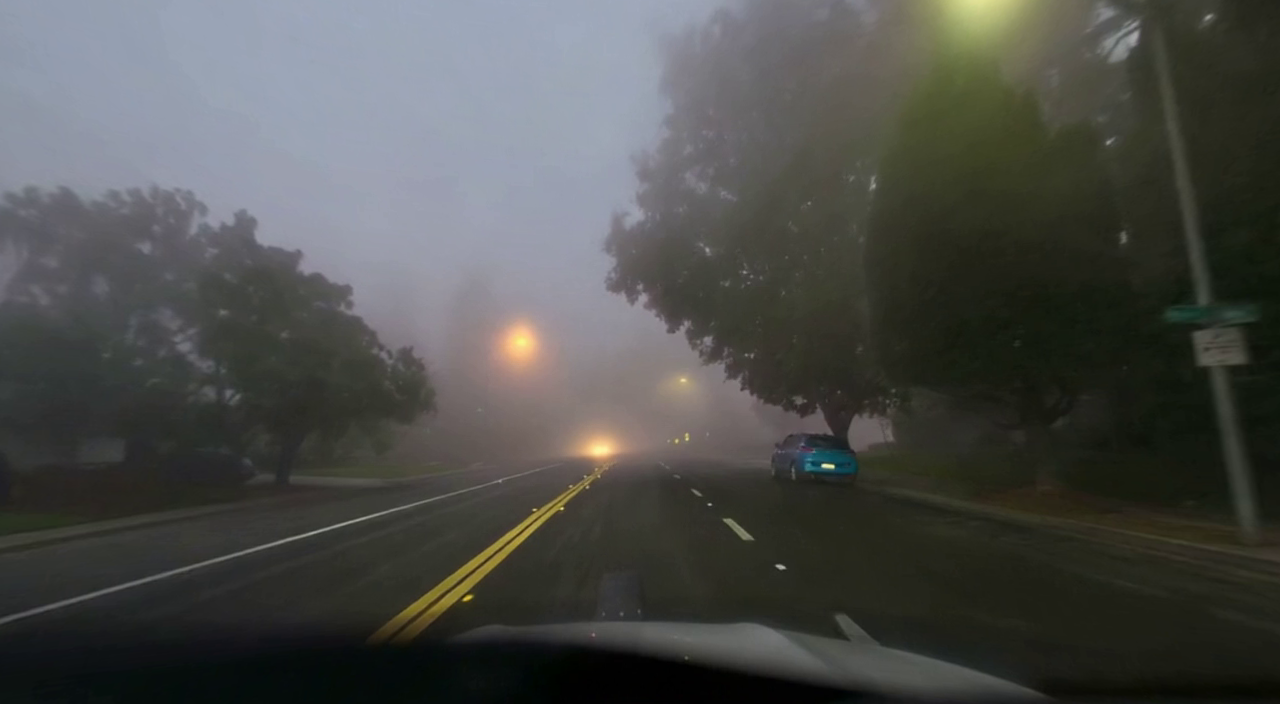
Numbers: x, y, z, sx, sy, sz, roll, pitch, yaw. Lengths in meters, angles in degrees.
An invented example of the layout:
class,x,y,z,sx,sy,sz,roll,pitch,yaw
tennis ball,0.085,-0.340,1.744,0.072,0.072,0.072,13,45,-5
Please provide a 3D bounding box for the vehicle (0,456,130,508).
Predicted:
class,x,y,z,sx,sy,sz,roll,pitch,yaw
vehicle,-18.238,3.869,18.972,4.209,1.420,1.865,0,-9,2

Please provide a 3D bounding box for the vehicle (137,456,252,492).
class,x,y,z,sx,sy,sz,roll,pitch,yaw
vehicle,-21.600,5.922,30.754,4.222,1.596,1.968,-2,-8,6

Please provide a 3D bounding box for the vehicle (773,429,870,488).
class,x,y,z,sx,sy,sz,roll,pitch,yaw
vehicle,6.462,3.865,23.131,2.116,1.844,4.792,2,-9,-1
